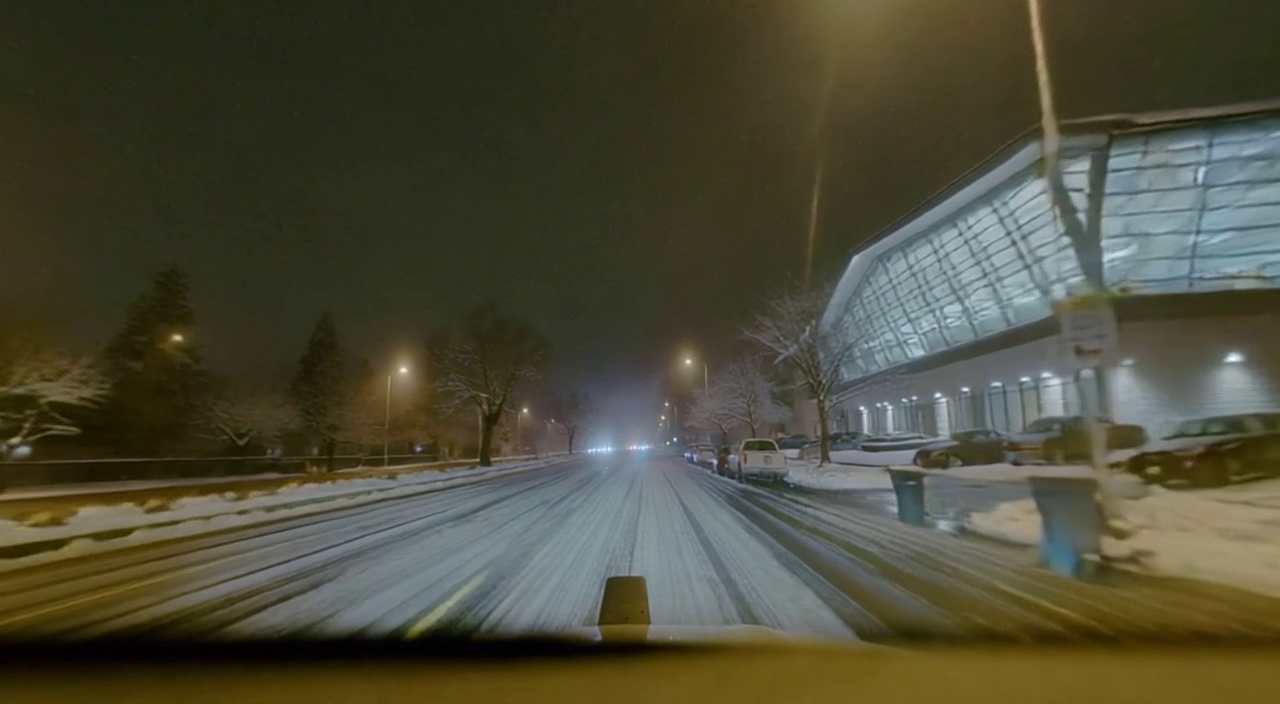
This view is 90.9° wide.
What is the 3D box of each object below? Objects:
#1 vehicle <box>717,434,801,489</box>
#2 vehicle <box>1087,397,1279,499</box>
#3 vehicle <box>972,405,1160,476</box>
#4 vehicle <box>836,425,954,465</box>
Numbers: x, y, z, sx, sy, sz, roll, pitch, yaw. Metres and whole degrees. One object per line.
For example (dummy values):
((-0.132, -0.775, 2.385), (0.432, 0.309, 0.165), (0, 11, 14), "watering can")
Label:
((4.188, 3.938, 23.139), (2.078, 1.771, 5.174), (0, -8, 0), "vehicle")
((11.649, 1.760, 12.217), (4.418, 1.532, 1.889), (-6, -10, -3), "vehicle")
((12.495, 2.622, 18.679), (4.067, 1.732, 1.983), (-3, -8, -5), "vehicle")
((12.188, 4.502, 30.432), (4.778, 1.520, 2.020), (-5, -9, 7), "vehicle")
